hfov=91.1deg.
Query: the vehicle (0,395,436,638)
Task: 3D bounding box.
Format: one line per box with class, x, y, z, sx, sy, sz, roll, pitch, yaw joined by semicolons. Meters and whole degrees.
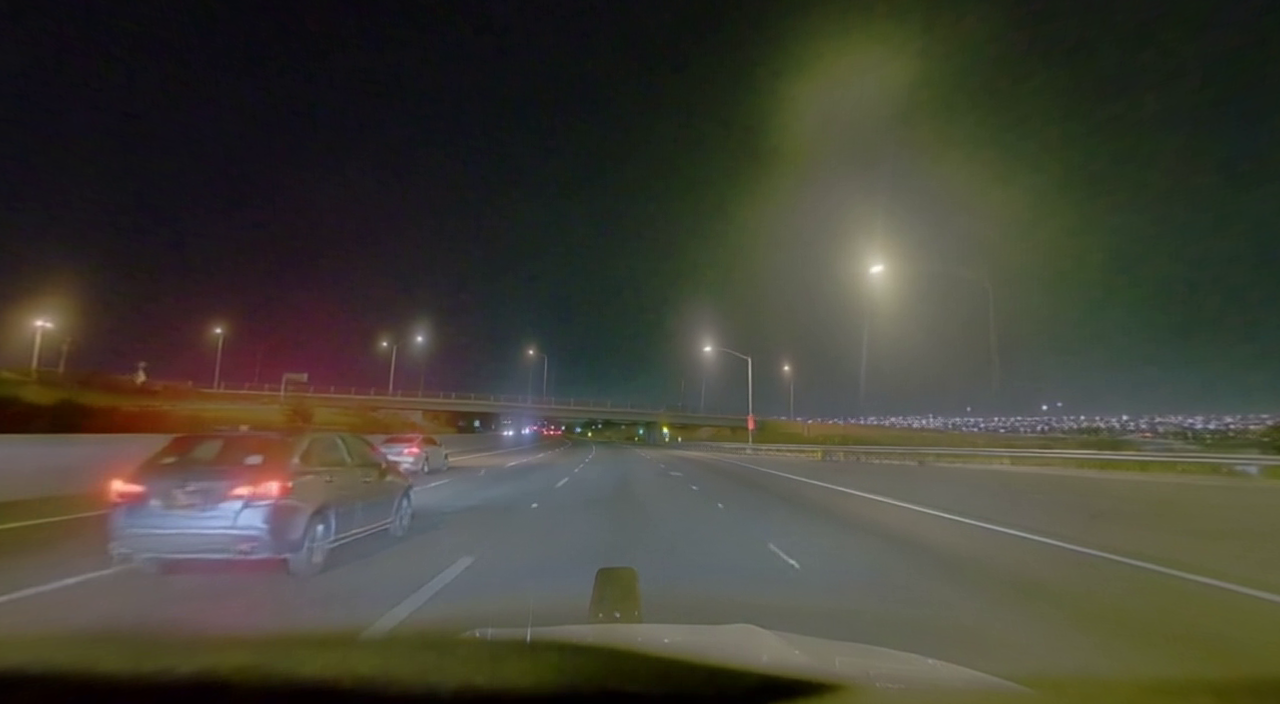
vehicle;-4.014;1.421;6.668;2.123;1.601;4.887;0;-8;-1
